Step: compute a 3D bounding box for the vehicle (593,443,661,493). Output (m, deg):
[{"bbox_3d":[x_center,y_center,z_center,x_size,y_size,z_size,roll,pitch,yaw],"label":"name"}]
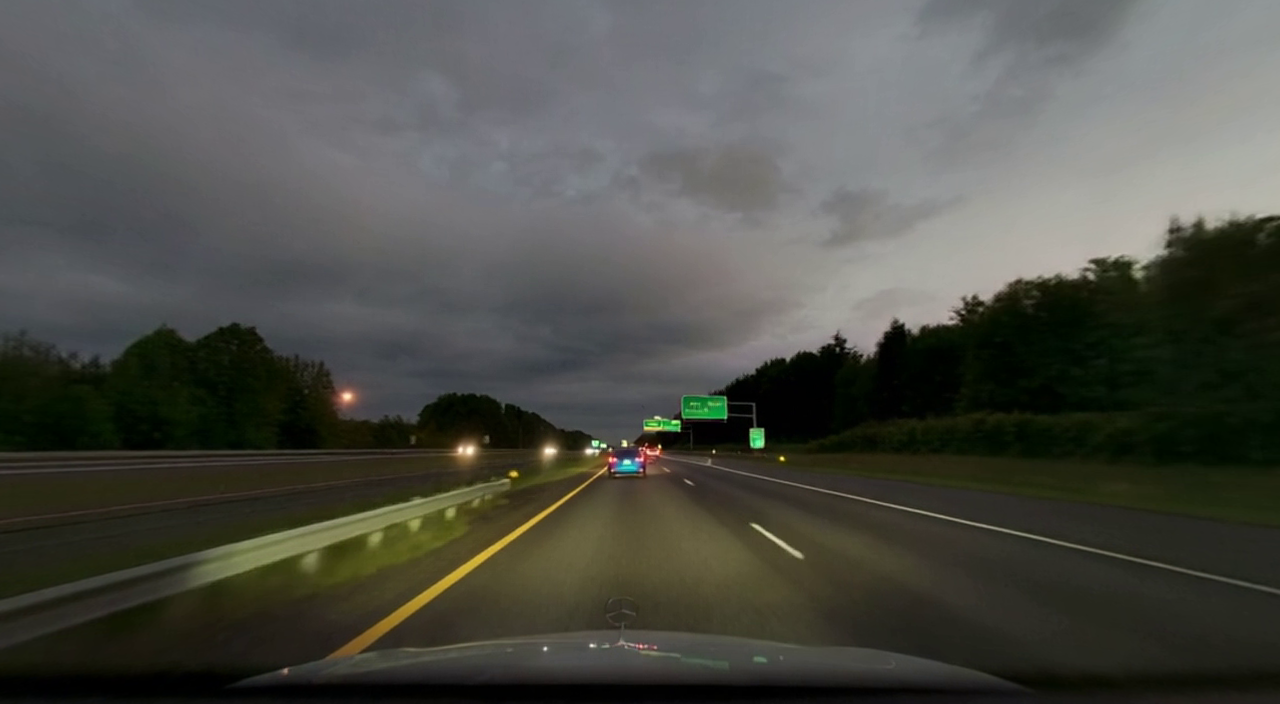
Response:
[{"bbox_3d":[-0.389,3.854,21.324,2.069,1.523,4.012,0,-9,0],"label":"vehicle"}]
